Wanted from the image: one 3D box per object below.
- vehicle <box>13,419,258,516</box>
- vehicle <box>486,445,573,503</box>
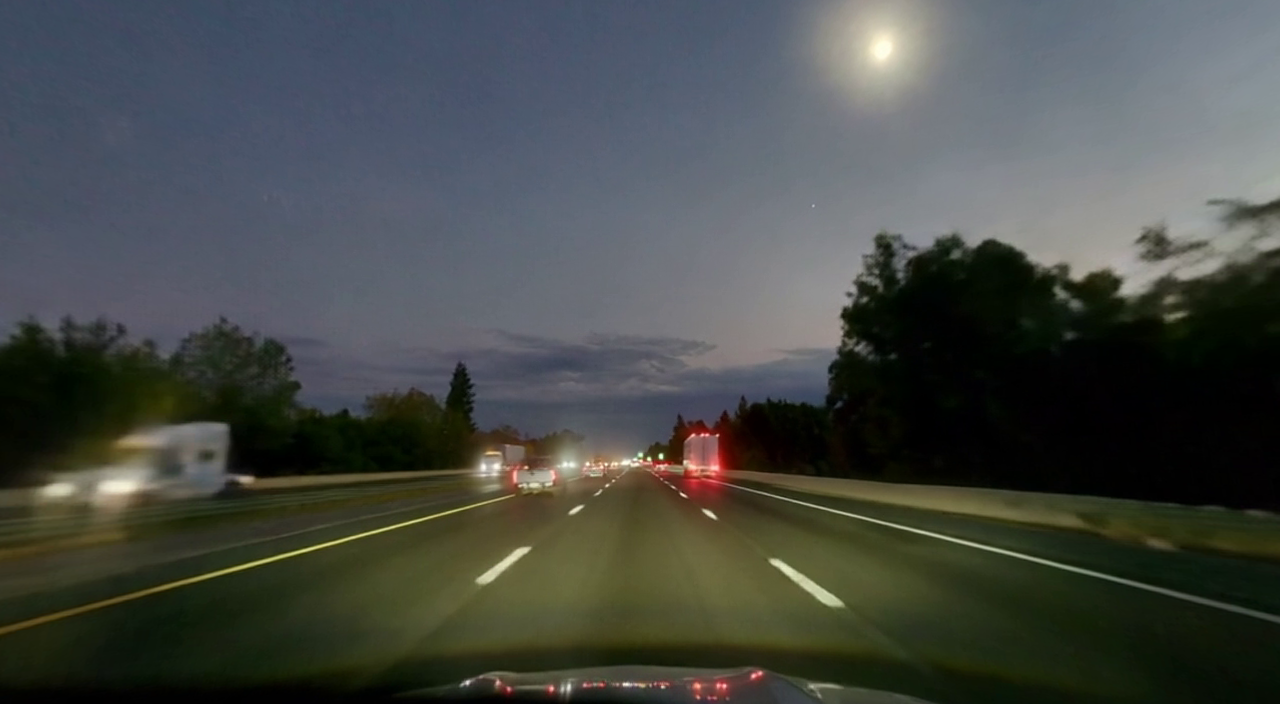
[{"bbox_3d":[-15.240,3.608,19.827,2.333,2.505,6.322,1,-10,0],"label":"vehicle"},{"bbox_3d":[-3.934,4.484,23.395,2.272,1.873,4.832,1,-10,0],"label":"vehicle"}]
